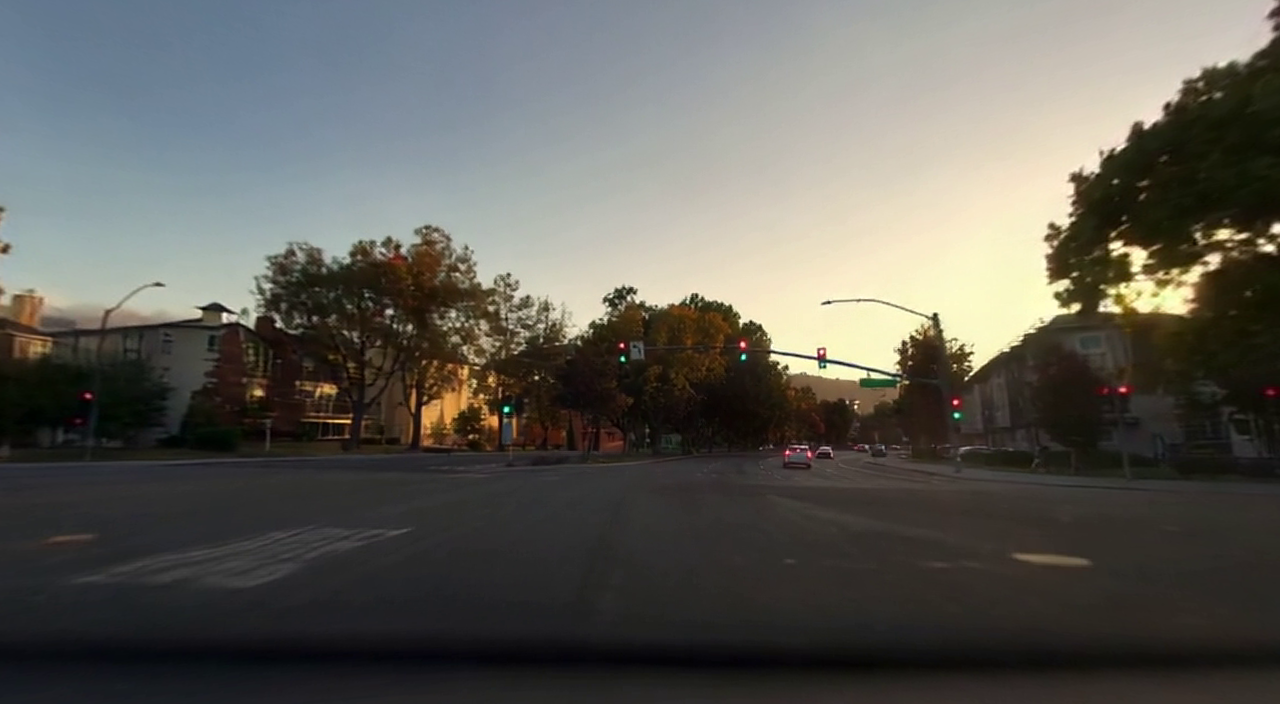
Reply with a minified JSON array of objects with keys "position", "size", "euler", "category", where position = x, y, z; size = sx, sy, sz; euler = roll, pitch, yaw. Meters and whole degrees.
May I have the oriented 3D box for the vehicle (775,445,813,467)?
[{"position":[10.392,7.031,42.868],"size":[1.988,1.460,3.996],"euler":[-1,-9,7],"category":"vehicle"}]
